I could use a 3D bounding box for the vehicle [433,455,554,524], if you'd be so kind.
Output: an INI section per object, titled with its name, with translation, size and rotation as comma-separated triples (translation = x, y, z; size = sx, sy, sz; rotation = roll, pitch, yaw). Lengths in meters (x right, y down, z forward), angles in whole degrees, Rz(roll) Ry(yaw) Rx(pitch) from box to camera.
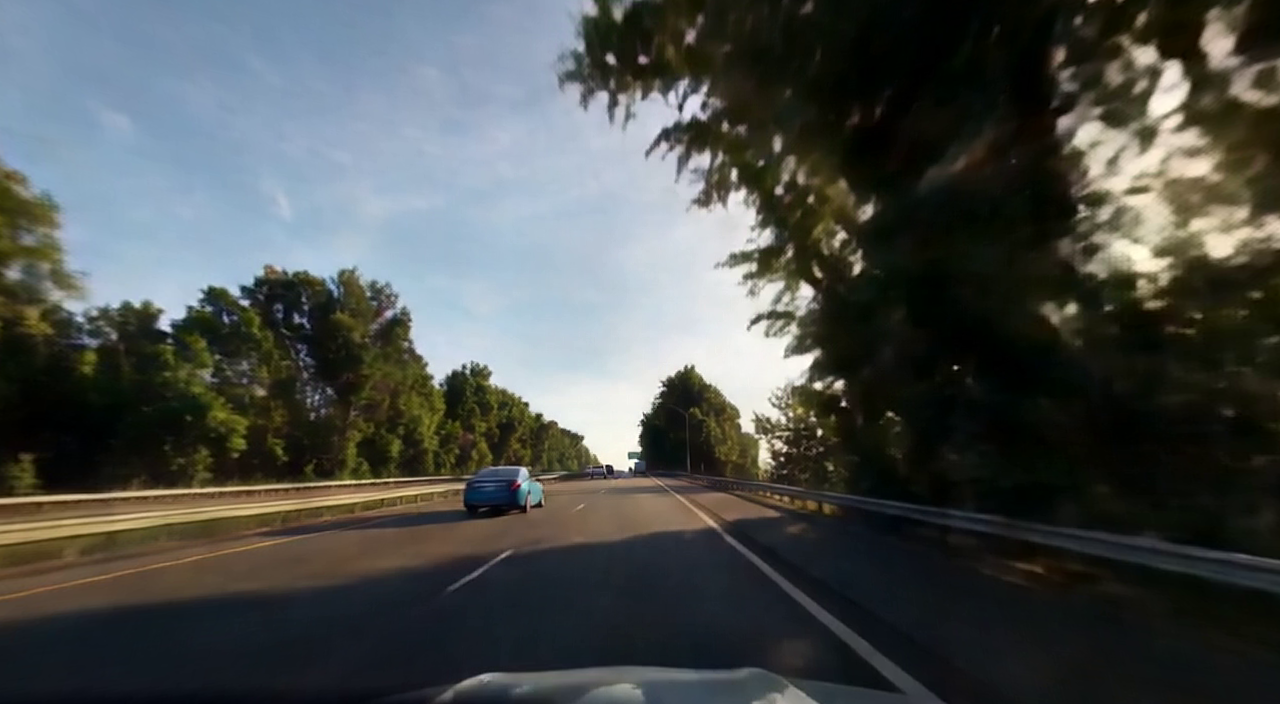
[vehicle]
translation = -3.697, 3.608, 16.879
size = 2.006, 1.516, 4.820
rotation = 1, -11, 1
